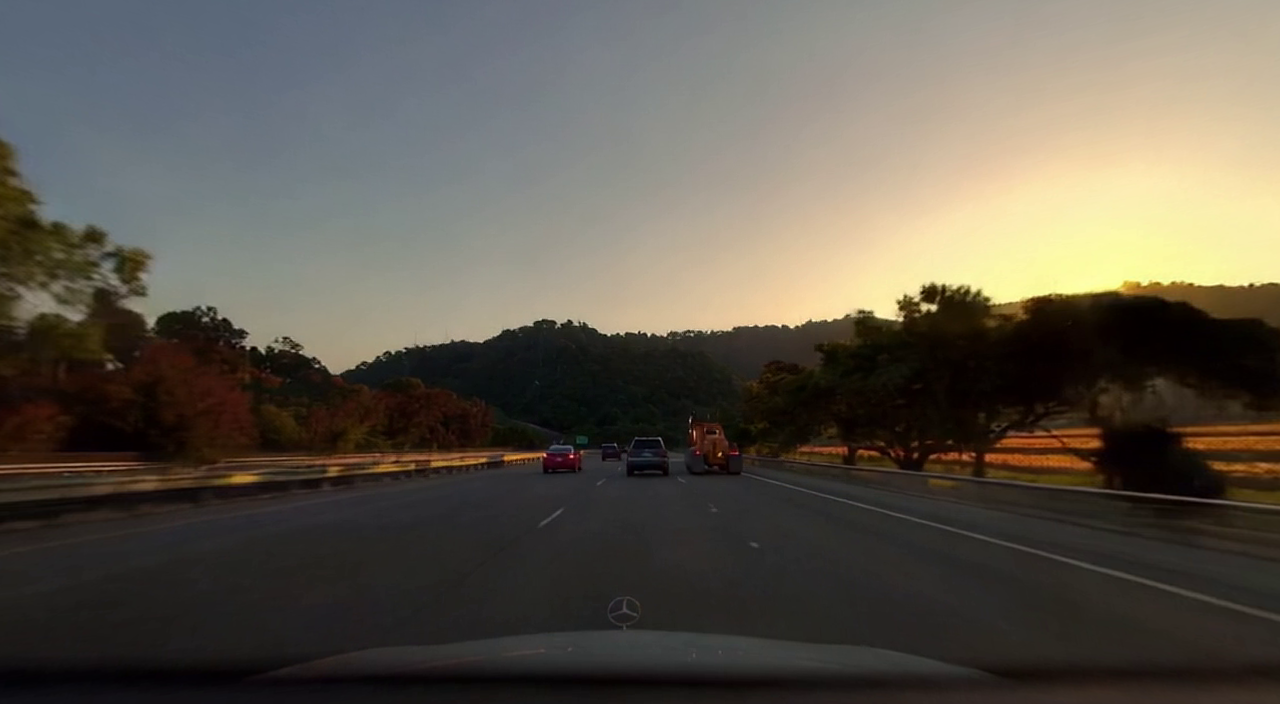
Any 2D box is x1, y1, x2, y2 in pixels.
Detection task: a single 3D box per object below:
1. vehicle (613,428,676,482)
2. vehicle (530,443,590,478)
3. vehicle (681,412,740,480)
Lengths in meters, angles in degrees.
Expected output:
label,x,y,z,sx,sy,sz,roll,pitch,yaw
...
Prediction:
label,x,y,z,sx,sy,sz,roll,pitch,yaw
vehicle,0.179,4.167,25.722,2.308,1.993,4.631,0,-8,0
vehicle,-3.593,4.959,29.083,2.096,1.469,4.319,0,-8,2
vehicle,4.311,6.043,40.802,2.793,3.828,9.580,0,-8,1
